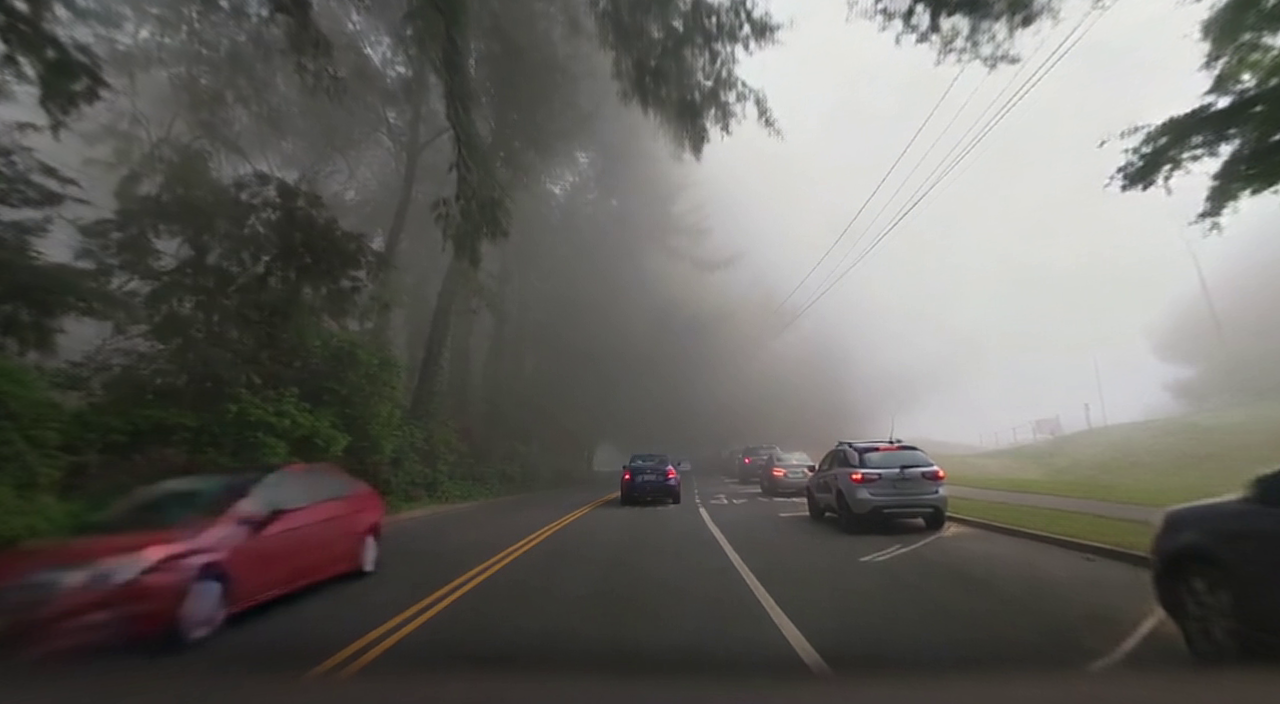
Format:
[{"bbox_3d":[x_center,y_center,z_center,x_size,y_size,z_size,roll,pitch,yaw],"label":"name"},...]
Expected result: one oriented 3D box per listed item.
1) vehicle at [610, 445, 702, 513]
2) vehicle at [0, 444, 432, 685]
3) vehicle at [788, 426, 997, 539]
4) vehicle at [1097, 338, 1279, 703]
[{"bbox_3d":[0.438,3.196,16.450,2.078,1.521,4.058,-1,-8,2],"label":"vehicle"},{"bbox_3d":[-3.923,1.642,6.217,2.087,1.449,4.575,0,-8,1],"label":"vehicle"},{"bbox_3d":[4.242,2.249,11.585,1.957,1.629,4.609,0,-8,0],"label":"vehicle"},{"bbox_3d":[4.095,0.650,1.866,1.968,1.783,4.826,-1,-8,2],"label":"vehicle"}]
